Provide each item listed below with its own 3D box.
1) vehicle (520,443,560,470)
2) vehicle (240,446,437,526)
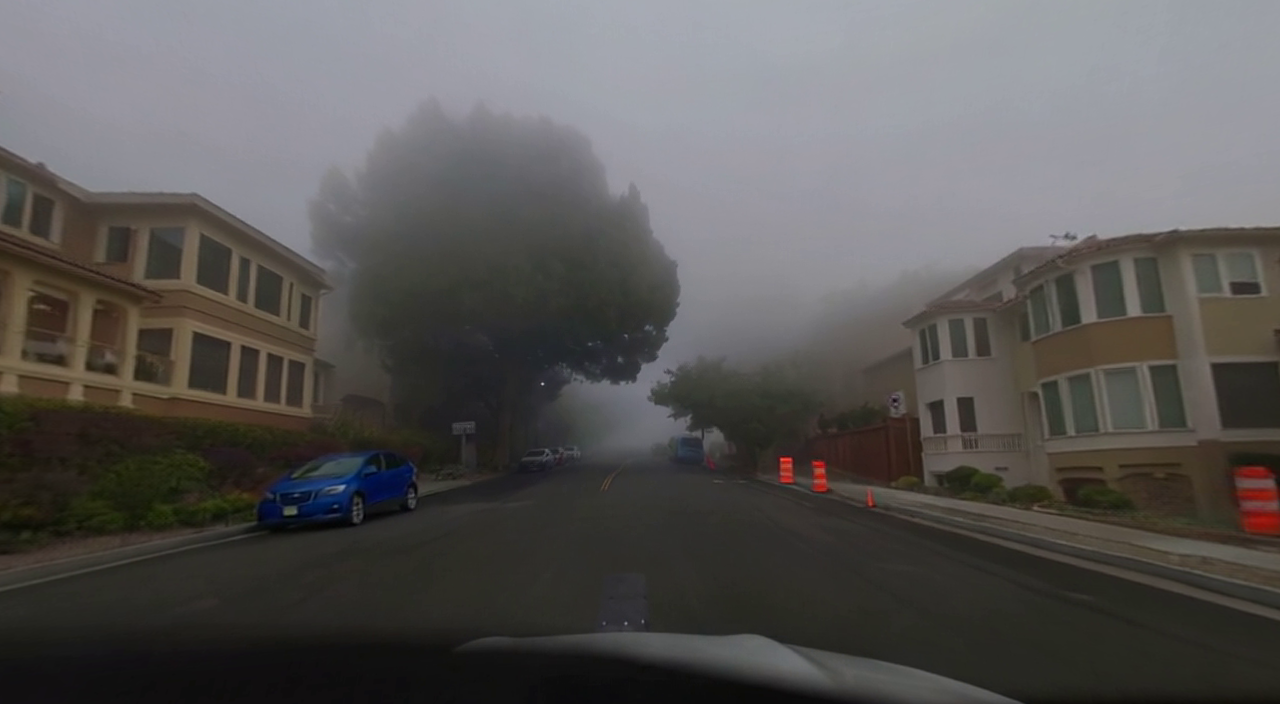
[{"bbox_3d":[-6.540,6.870,41.621,1.957,1.608,4.476,0,-8,-1],"label":"vehicle"},{"bbox_3d":[-6.486,2.898,14.299,2.137,1.481,4.503,-1,-8,2],"label":"vehicle"}]
